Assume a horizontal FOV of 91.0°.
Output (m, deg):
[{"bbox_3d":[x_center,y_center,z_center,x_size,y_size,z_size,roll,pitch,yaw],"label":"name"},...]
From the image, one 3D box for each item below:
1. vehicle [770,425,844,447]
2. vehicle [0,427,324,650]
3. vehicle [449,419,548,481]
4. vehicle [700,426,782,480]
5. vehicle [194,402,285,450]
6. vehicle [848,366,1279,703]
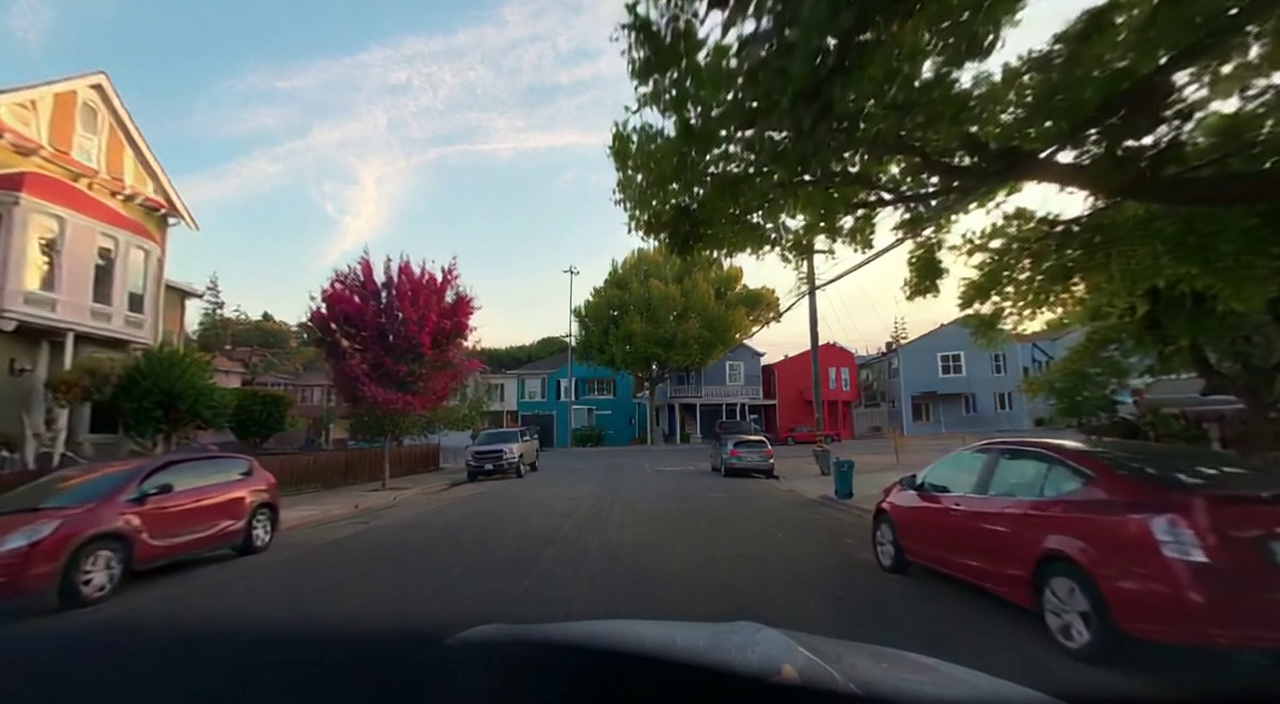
[{"bbox_3d":[11.536,5.850,43.741,4.644,1.482,1.997,0,-8,2],"label":"vehicle"},{"bbox_3d":[-5.382,1.604,6.644,1.849,1.560,4.227,0,-8,0],"label":"vehicle"},{"bbox_3d":[-5.260,3.770,24.605,2.480,2.084,6.353,0,-8,-1],"label":"vehicle"},{"bbox_3d":[3.642,3.737,23.681,2.109,1.811,4.886,1,-8,-2],"label":"vehicle"},{"bbox_3d":[-30.748,5.605,48.667,2.473,2.922,6.719,0,0,4],"label":"vehicle"},{"bbox_3d":[3.528,1.224,5.105,2.070,1.728,4.358,1,-8,-2],"label":"vehicle"}]
